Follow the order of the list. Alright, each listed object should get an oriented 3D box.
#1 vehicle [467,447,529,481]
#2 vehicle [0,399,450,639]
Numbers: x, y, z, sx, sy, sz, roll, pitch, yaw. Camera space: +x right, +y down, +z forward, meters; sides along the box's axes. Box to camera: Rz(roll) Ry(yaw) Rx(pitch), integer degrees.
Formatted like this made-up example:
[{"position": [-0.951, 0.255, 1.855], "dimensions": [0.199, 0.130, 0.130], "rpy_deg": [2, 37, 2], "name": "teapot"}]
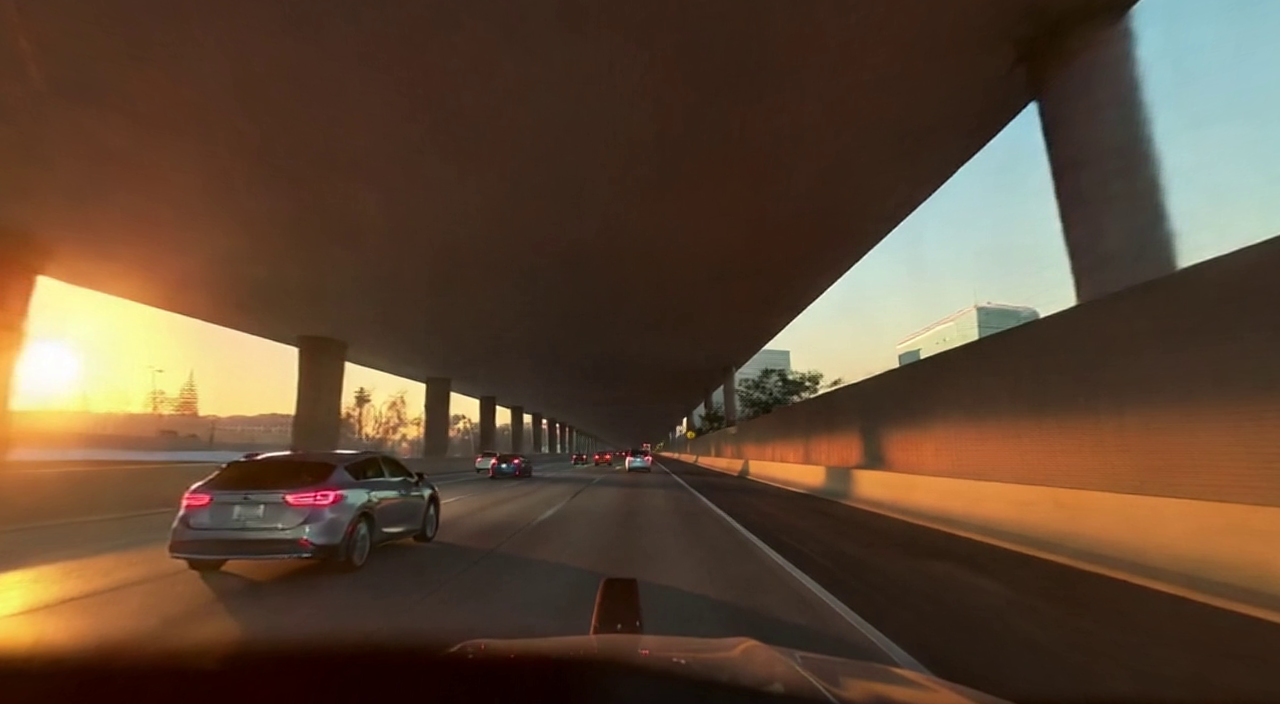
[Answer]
[{"position": [-7.177, 5.698, 32.376], "dimensions": [1.998, 1.542, 4.953], "rpy_deg": [0, -9, 1], "name": "vehicle"}, {"position": [-3.847, 1.560, 6.916], "dimensions": [2.059, 1.725, 4.521], "rpy_deg": [0, -9, 1], "name": "vehicle"}]
